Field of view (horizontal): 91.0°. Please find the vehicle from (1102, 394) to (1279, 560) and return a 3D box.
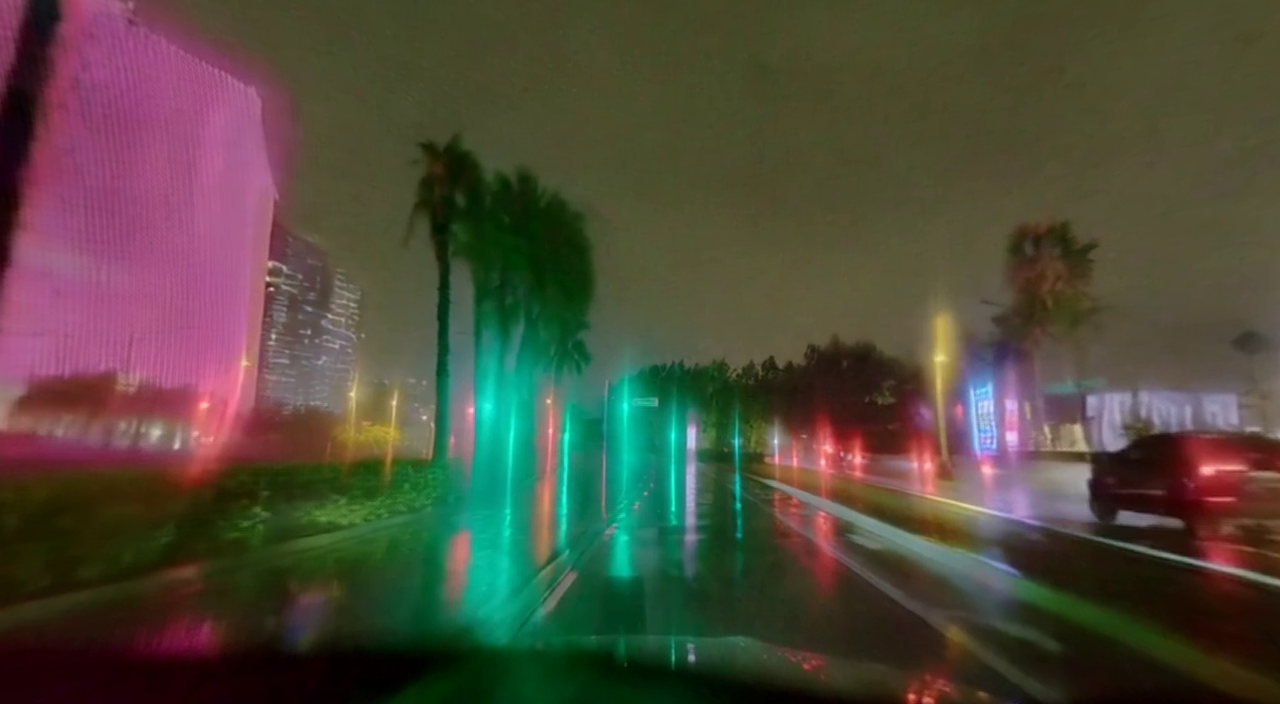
[{"bbox_3d":[9.017,1.775,9.240,1.813,2.150,3.038,4,-7,-18],"label":"vehicle"}]
